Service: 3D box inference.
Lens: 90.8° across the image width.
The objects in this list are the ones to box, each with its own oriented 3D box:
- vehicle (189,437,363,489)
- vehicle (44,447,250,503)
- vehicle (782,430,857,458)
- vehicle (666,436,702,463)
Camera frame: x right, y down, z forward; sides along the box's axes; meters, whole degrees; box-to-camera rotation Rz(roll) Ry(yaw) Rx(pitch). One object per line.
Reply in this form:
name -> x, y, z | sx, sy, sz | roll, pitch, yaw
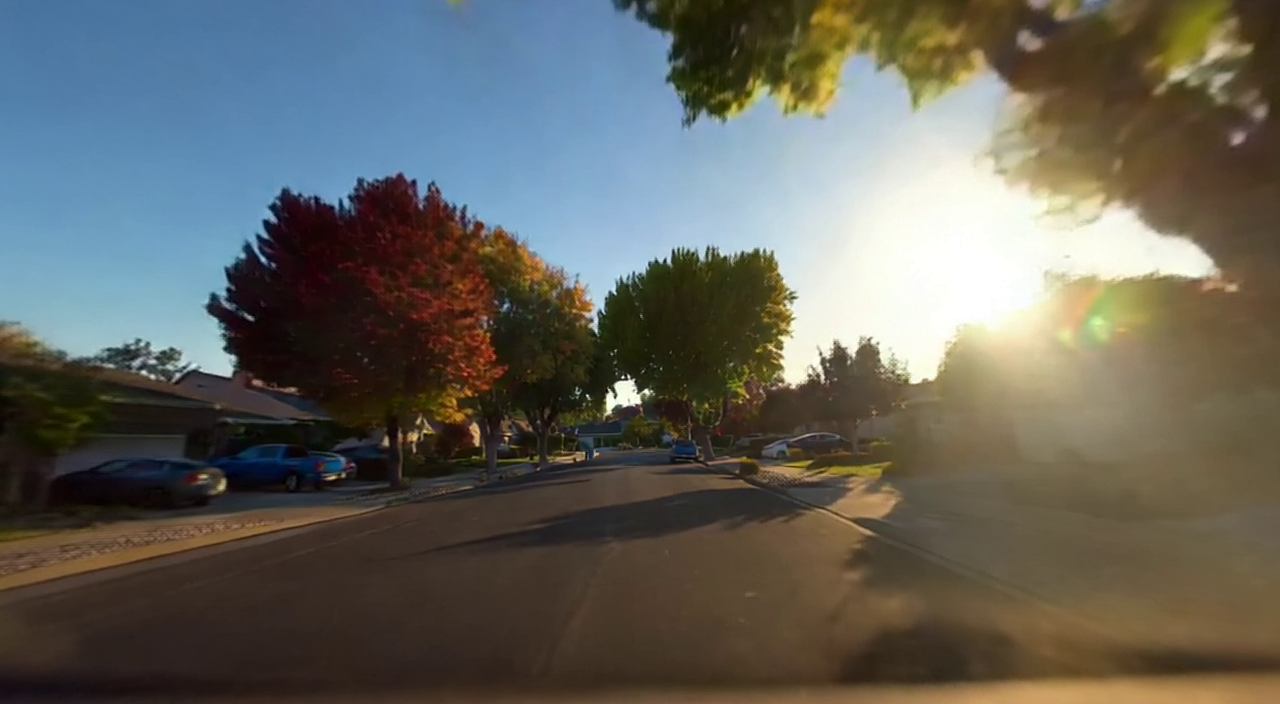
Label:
vehicle -> -13.748, 4.218, 24.135 | 5.286, 1.847, 2.166 | -1, -9, 1
vehicle -> -14.048, 3.514, 18.226 | 4.285, 1.483, 1.954 | 0, -9, 0
vehicle -> 11.154, 5.727, 39.563 | 4.069, 1.680, 2.156 | -1, -7, 3
vehicle -> 3.349, 7.667, 49.639 | 2.313, 1.962, 6.029 | 0, -9, 0
